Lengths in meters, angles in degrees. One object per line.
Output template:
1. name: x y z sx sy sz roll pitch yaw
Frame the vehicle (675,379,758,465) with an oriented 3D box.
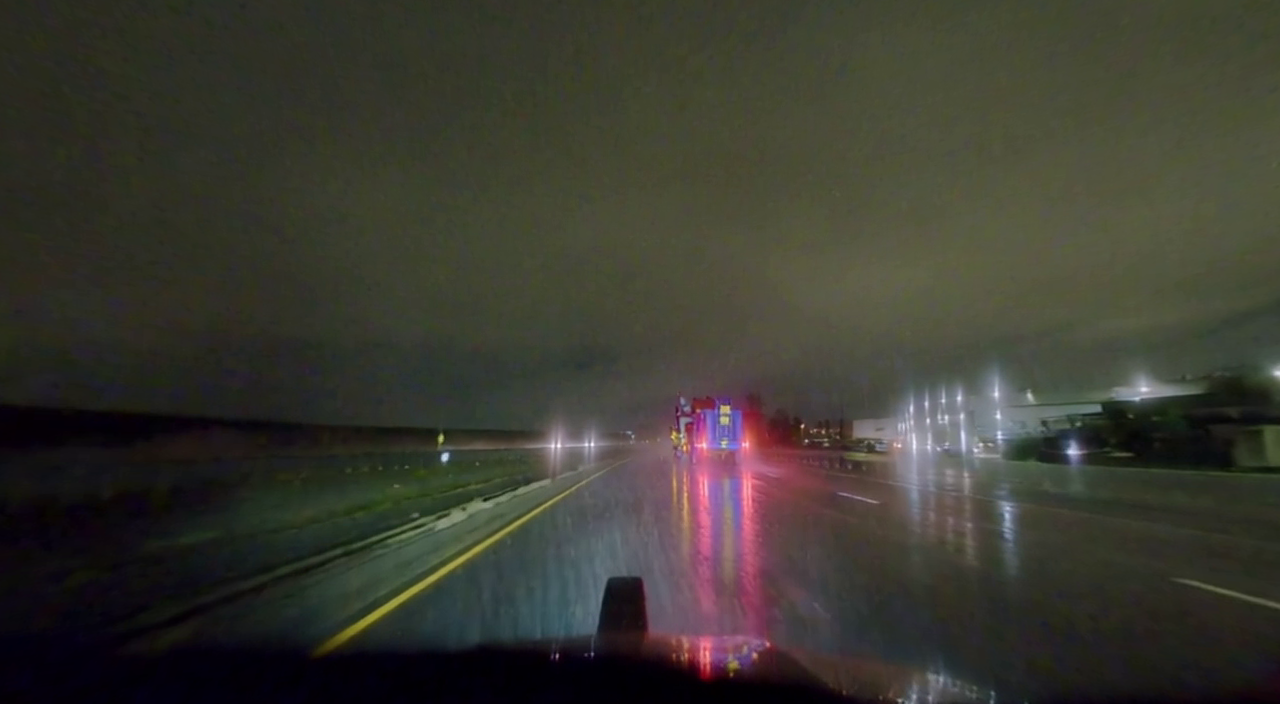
1. vehicle: 3.746 3.731 32.721 3.279 3.956 6.541 0 -8 -1
